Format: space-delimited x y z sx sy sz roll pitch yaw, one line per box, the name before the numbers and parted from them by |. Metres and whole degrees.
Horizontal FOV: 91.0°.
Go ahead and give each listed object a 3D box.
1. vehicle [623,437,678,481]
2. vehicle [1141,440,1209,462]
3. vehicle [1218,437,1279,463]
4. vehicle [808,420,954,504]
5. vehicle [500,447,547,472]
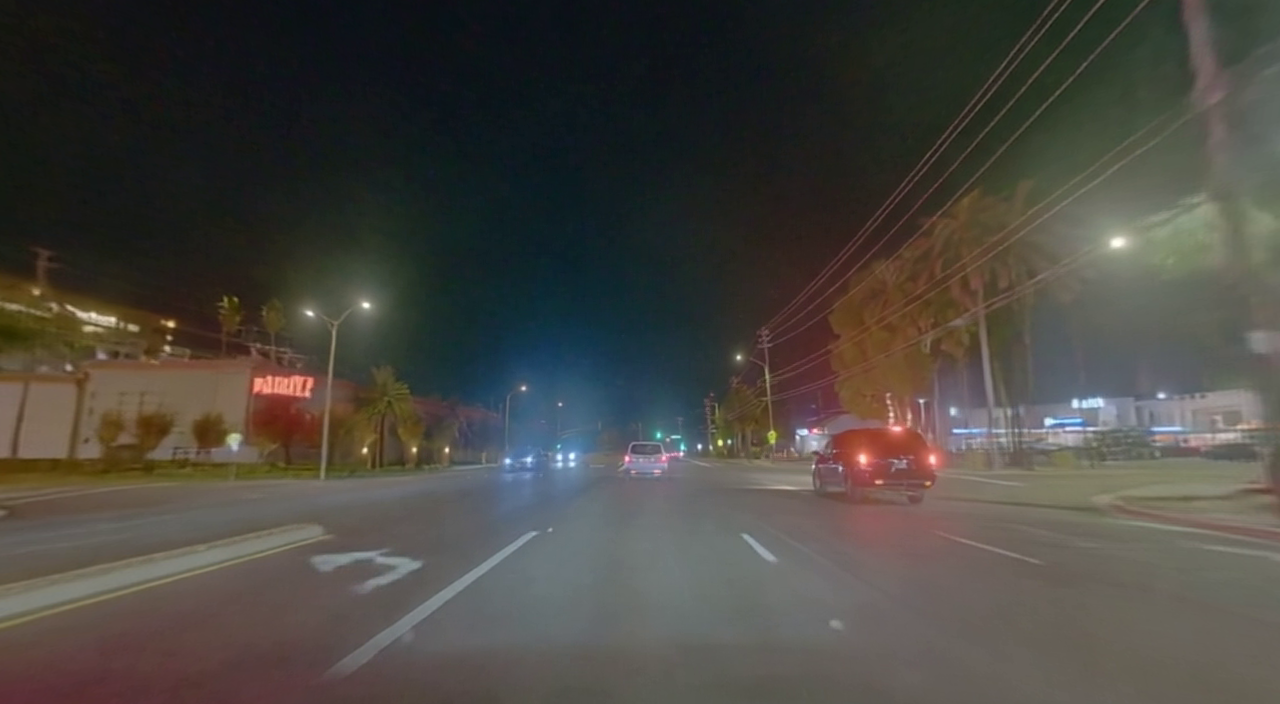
vehicle | 0.409 4.454 26.330 2.138 1.672 4.168 0 -9 0
vehicle | 41.725 7.751 49.239 1.779 1.515 4.189 -4 -9 4
vehicle | 42.649 6.597 42.611 4.928 1.678 1.971 -1 -9 3
vehicle | 6.158 2.876 16.780 2.107 1.928 4.471 0 -9 0
vehicle | -7.495 6.990 41.078 2.004 1.535 4.853 0 -9 2
